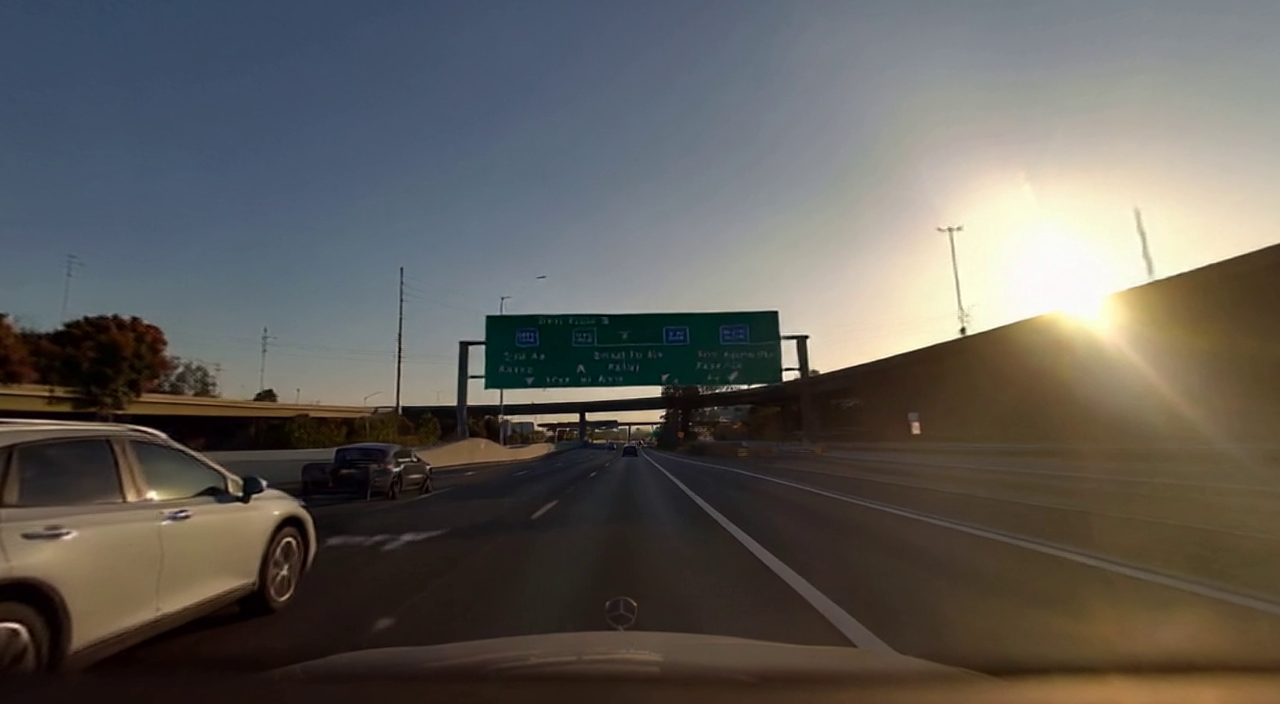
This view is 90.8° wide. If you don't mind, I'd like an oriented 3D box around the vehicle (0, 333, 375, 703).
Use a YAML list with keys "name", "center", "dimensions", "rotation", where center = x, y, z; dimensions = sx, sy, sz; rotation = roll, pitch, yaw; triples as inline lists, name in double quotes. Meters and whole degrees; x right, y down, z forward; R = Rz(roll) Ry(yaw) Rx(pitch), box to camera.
- name: "vehicle"
  center: [-3.385, 0.947, 3.267]
  dimensions: [2.178, 1.699, 4.321]
  rotation: [0, -8, -1]
